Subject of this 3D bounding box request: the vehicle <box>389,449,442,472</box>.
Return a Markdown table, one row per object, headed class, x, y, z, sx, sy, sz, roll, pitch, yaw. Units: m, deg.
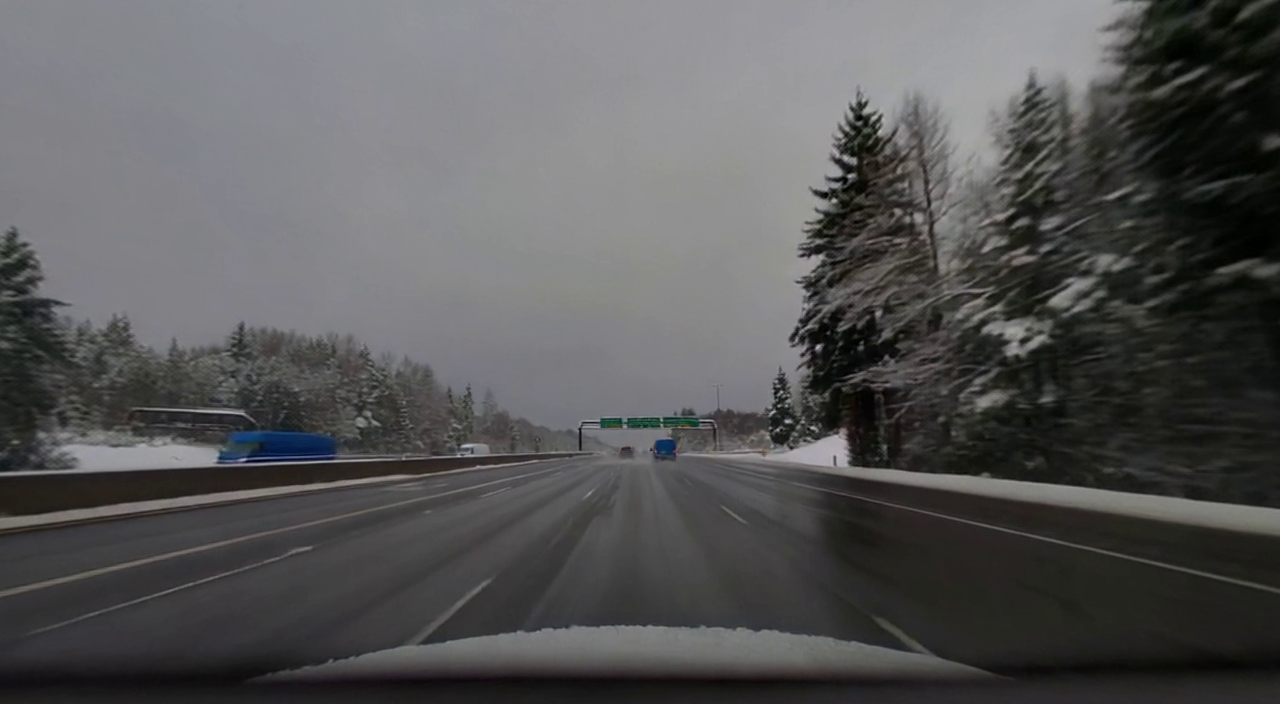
| class | x | y | z | sx | sy | sz | roll | pitch | yaw |
| --- | --- | --- | --- | --- | --- | --- | --- | --- | --- |
| vehicle | -15.369 | 7.428 | 43.418 | 1.903 | 1.486 | 4.666 | 0 | -9 | 1 |
